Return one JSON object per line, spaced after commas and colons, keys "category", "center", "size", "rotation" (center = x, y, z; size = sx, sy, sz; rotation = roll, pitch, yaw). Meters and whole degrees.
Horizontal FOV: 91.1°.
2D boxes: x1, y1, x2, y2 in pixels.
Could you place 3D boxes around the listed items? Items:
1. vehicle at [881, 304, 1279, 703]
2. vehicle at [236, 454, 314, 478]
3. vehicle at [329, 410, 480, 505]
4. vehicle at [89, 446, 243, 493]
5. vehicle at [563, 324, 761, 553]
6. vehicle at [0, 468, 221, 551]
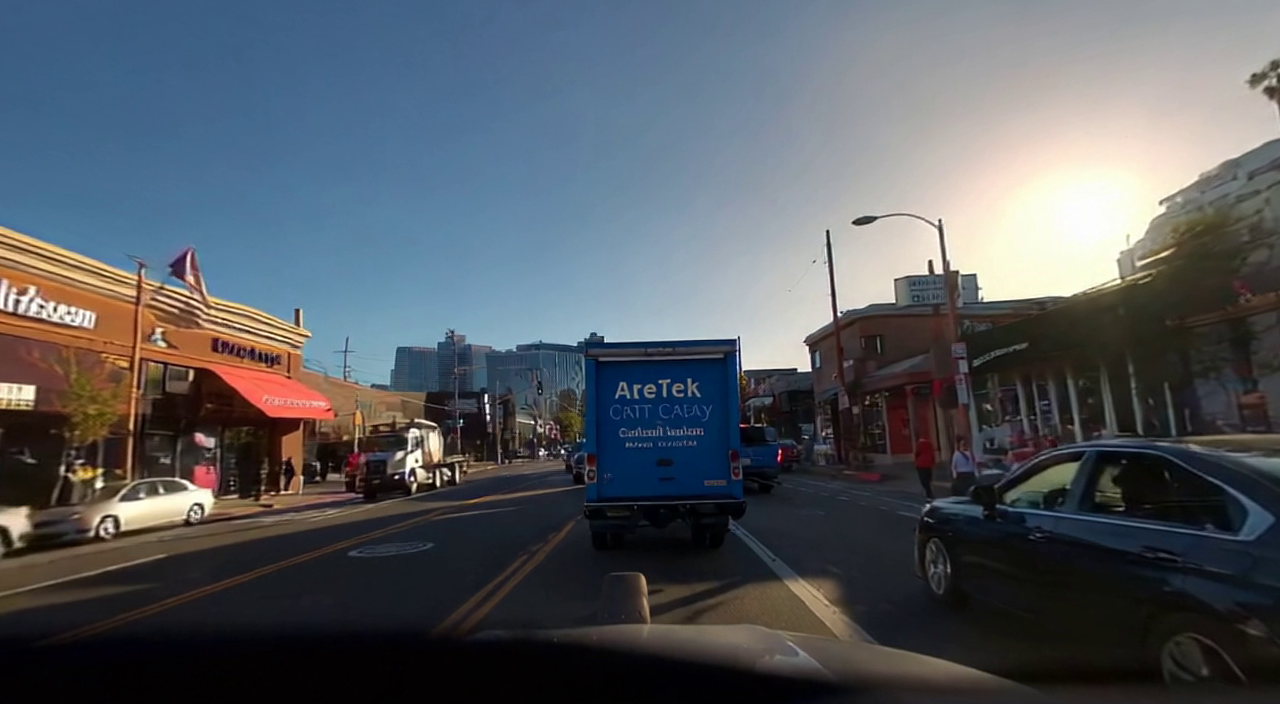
{"category": "vehicle", "center": [3.351, 0.943, 3.655], "size": [2.104, 1.786, 4.498], "rotation": [0, -9, 1]}
{"category": "vehicle", "center": [-27.713, 8.634, 47.739], "size": [4.670, 1.719, 1.931], "rotation": [0, -9, 2]}
{"category": "vehicle", "center": [-9.081, 4.203, 25.549], "size": [2.883, 3.199, 7.964], "rotation": [0, -9, 1]}
{"category": "vehicle", "center": [-21.987, 5.436, 29.255], "size": [5.475, 2.011, 2.269], "rotation": [-1, -8, 6]}
{"category": "vehicle", "center": [0.175, 1.536, 11.199], "size": [2.517, 2.926, 6.177], "rotation": [0, -9, -2]}
{"category": "vehicle", "center": [-13.430, 3.961, 16.366], "size": [1.943, 1.682, 4.365], "rotation": [0, -9, 0]}
